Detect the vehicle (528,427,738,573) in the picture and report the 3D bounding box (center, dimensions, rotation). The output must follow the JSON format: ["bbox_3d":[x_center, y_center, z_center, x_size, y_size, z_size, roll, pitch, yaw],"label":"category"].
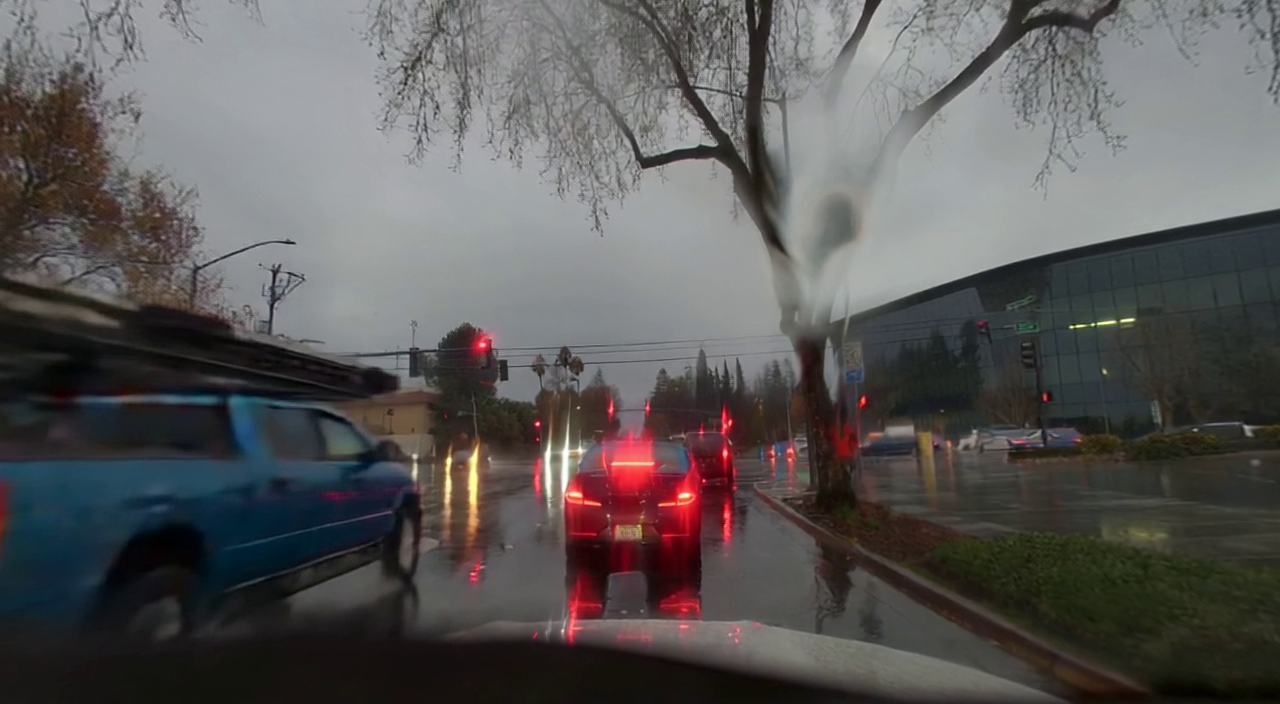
[{"bbox_3d":[-0.055,1.863,8.681,2.182,1.501,4.150,0,-9,1],"label":"vehicle"}]

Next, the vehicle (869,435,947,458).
[{"bbox_3d":[17.544,6.201,41.114,4.441,1.452,1.798,-5,-10,30],"label":"vehicle"}]

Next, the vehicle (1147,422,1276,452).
[{"bbox_3d":[30.545,4.601,33.789,4.739,1.472,1.804,-5,-10,29],"label":"vehicle"}]

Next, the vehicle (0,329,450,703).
[{"bbox_3d":[-3.492,1.183,4.815,2.273,1.788,5.258,0,-9,2],"label":"vehicle"}]

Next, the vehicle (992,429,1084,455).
[{"bbox_3d":[23.818,5.436,37.746,4.454,1.440,1.816,-5,-10,30],"label":"vehicle"}]
